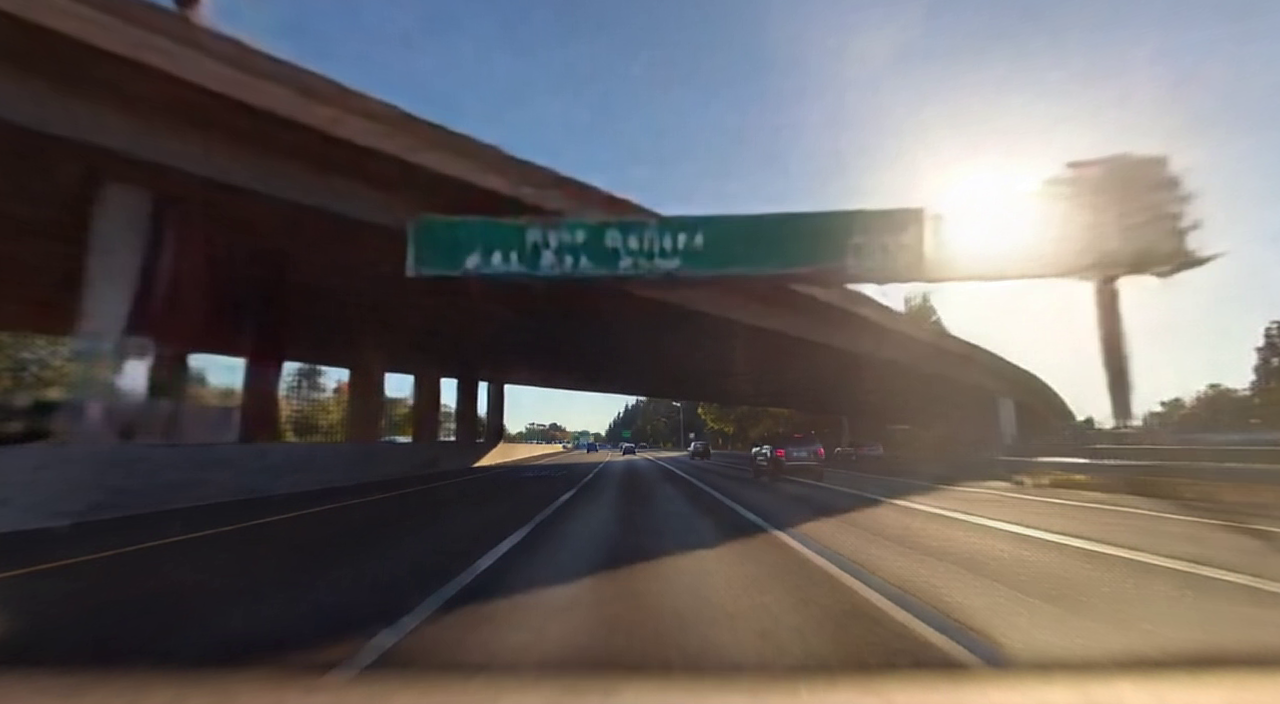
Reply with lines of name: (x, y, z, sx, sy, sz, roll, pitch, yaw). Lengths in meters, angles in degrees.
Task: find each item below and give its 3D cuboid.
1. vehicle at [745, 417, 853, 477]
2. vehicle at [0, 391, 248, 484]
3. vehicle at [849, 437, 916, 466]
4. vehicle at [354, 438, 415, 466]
vehicle: (6.976, 4.343, 29.012, 2.779, 2.339, 8.073, 0, -8, -1)
vehicle: (-21.605, 3.771, 27.488, 2.922, 3.345, 9.411, 0, -8, -1)
vehicle: (14.208, 5.856, 37.188, 2.072, 1.611, 4.387, 0, -8, -2)
vehicle: (-16.916, 6.645, 41.944, 2.131, 1.723, 4.678, 0, -8, -1)
